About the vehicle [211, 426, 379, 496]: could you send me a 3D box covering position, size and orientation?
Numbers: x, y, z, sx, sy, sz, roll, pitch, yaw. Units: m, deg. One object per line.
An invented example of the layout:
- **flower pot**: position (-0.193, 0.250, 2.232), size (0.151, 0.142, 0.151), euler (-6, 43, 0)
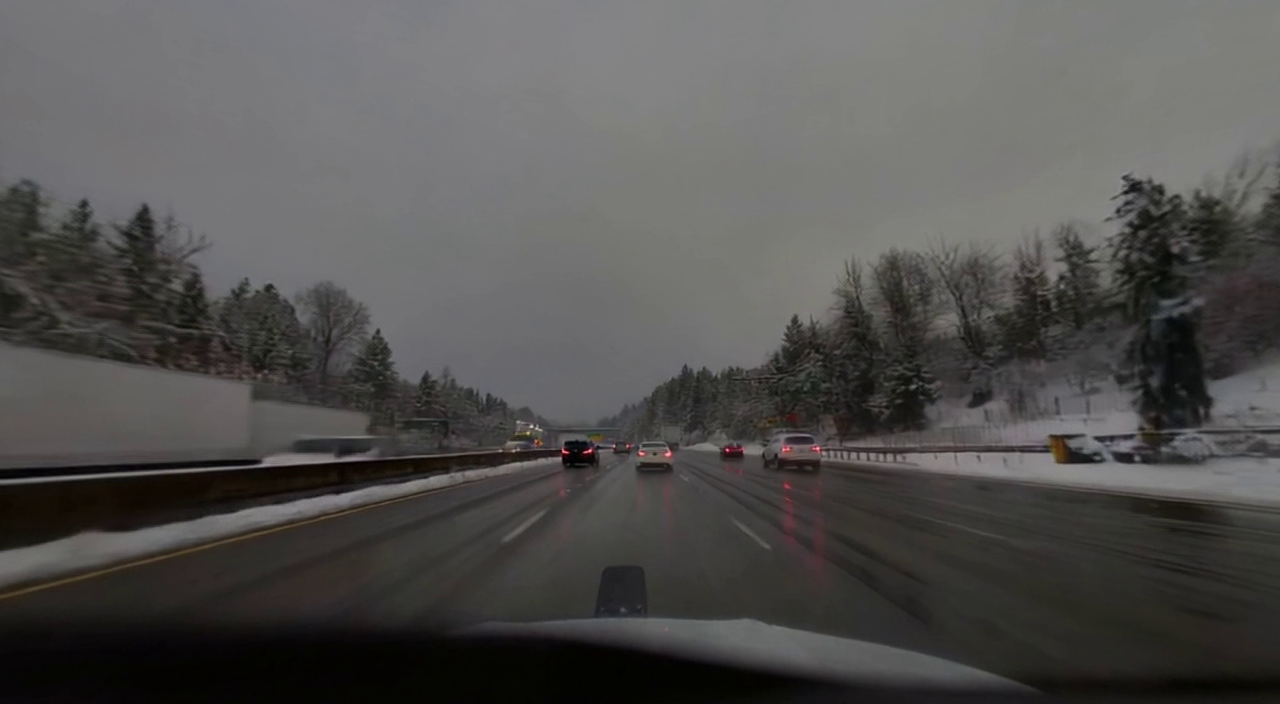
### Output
- **vehicle**: position (-9.284, 2.968, 17.568), size (1.969, 1.668, 4.739), euler (0, -8, 0)

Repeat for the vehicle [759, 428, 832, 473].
- **vehicle**: position (7.238, 4.632, 29.905), size (2.094, 1.916, 5.099), euler (0, -8, 0)

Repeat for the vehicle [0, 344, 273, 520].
- **vehicle**: position (-16.323, 2.538, 19.177), size (2.834, 4.050, 12.376), euler (0, -8, 0)

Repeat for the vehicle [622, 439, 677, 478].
- **vehicle**: position (0.366, 4.314, 25.867), size (2.071, 1.464, 4.162), euler (0, -8, 0)

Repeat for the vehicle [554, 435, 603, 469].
- **vehicle**: position (-3.290, 5.425, 34.380), size (2.140, 1.720, 4.410), euler (0, -8, 1)

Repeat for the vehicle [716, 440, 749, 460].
- **vehicle**: position (7.189, 7.670, 49.416), size (1.894, 1.511, 4.148), euler (0, -8, -1)

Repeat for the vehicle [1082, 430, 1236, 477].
- **vehicle**: position (20.257, 3.980, 24.954), size (1.912, 1.652, 4.601), euler (0, -8, -5)
